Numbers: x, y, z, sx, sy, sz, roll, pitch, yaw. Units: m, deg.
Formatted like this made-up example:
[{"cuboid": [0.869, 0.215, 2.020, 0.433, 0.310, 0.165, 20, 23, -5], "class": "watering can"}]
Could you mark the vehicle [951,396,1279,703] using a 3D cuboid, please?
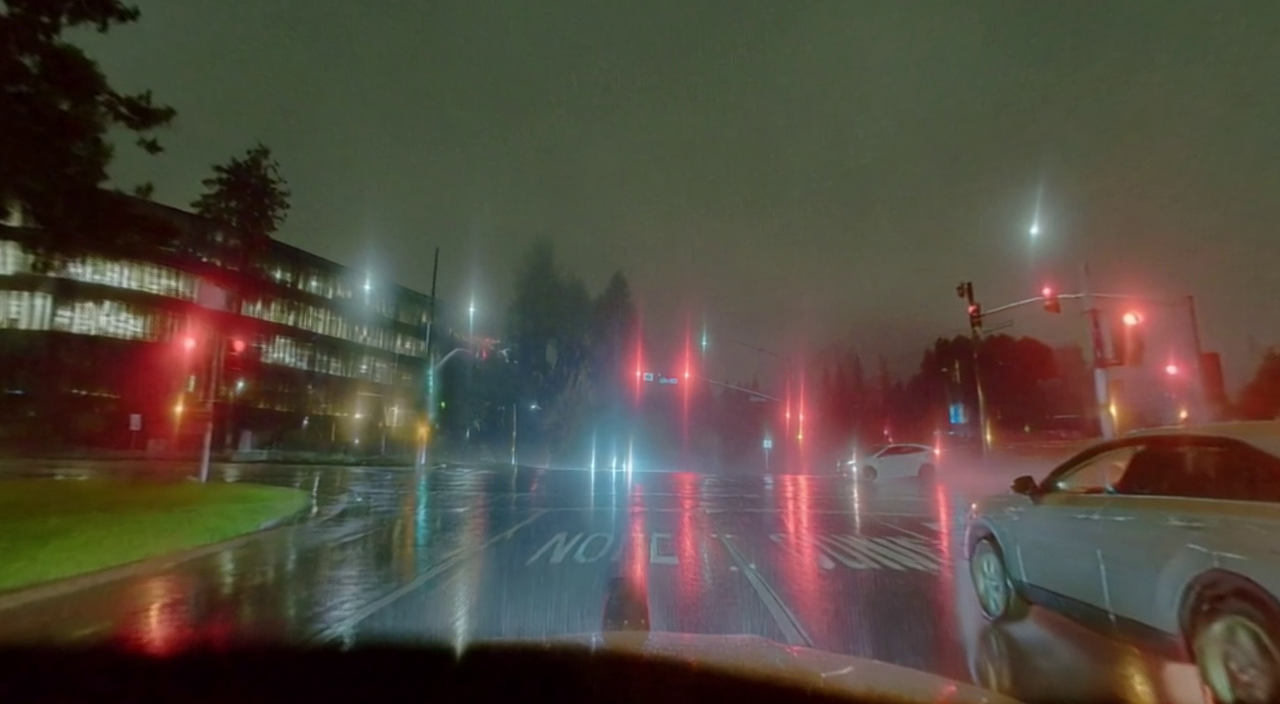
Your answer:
[{"cuboid": [3.746, 1.083, 3.325, 2.036, 1.583, 4.911, -1, -8, 5], "class": "vehicle"}]

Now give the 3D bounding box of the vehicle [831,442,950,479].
[{"cuboid": [11.748, 5.090, 29.748, 4.715, 1.671, 2.030, 1, -8, -5], "class": "vehicle"}]
